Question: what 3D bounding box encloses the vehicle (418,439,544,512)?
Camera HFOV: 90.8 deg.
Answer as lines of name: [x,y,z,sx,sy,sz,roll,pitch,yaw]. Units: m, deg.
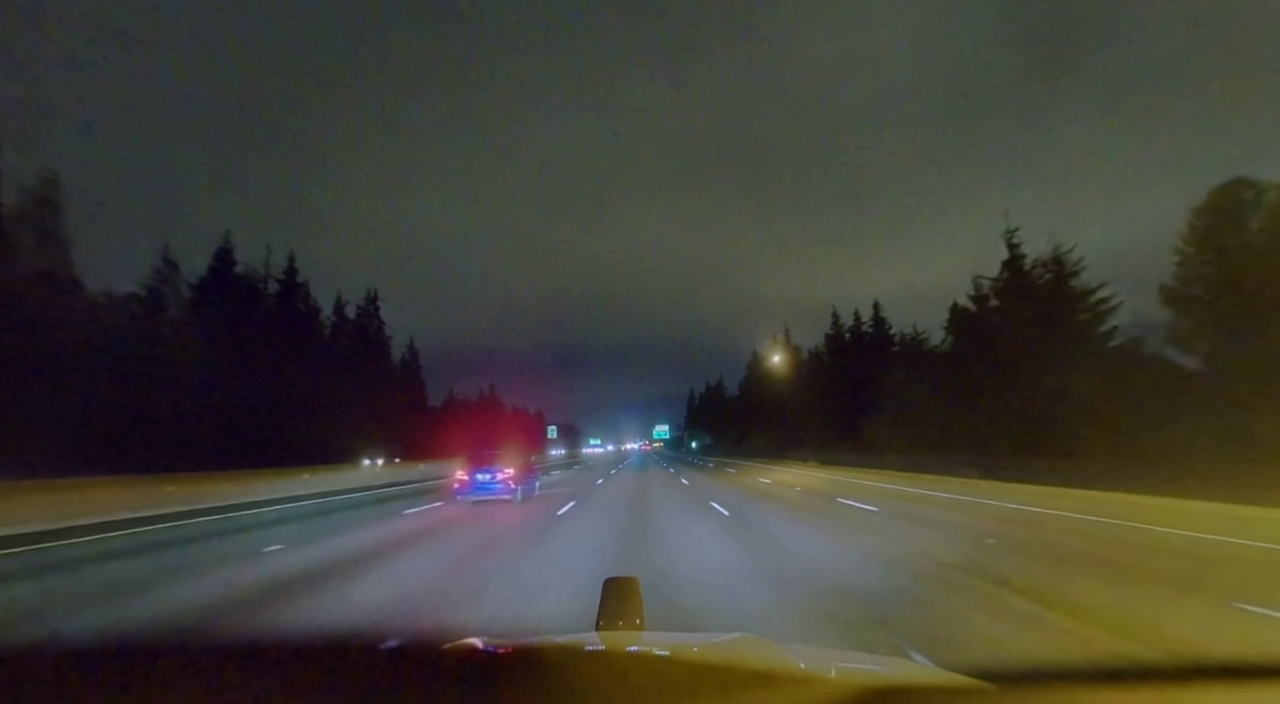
vehicle: [-3.688,2.950,15.513,1.979,1.521,4.147,0,-9,1]
